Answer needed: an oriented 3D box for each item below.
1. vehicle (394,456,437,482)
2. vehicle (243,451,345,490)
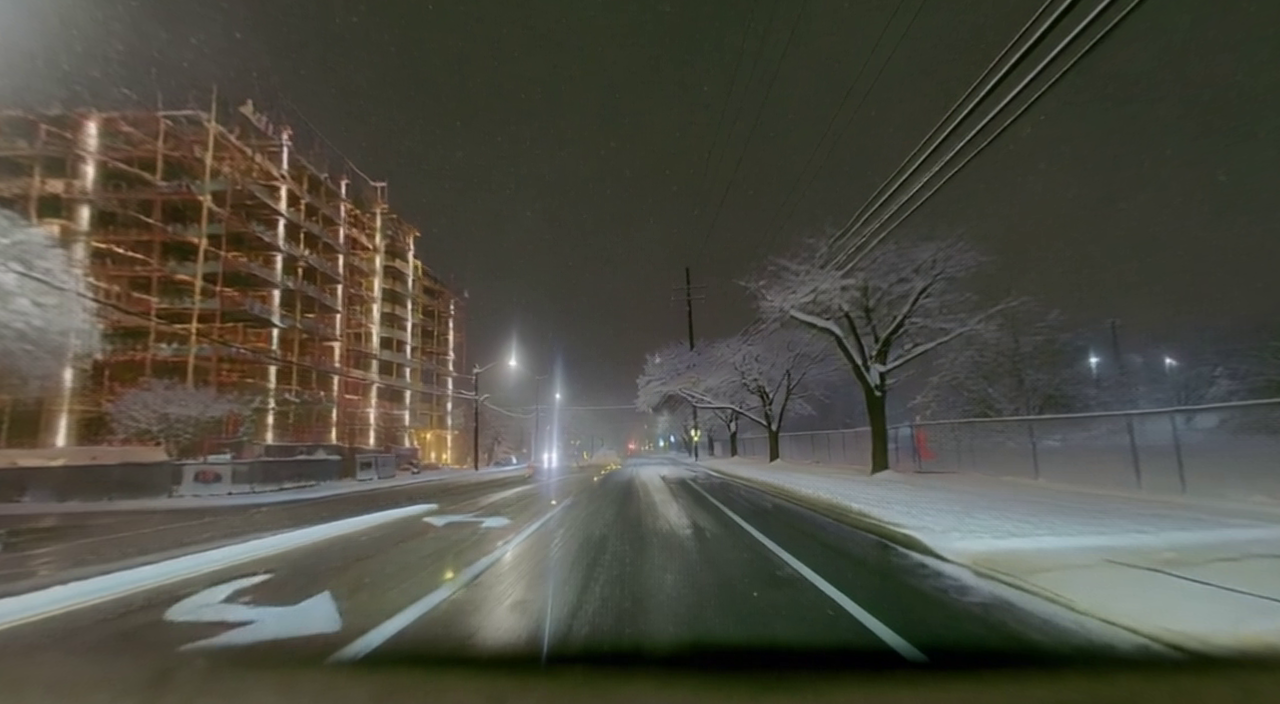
[{"bbox_3d":[-15.566,8.059,43.519,2.002,1.683,4.664,5,-11,-28],"label":"vehicle"},{"bbox_3d":[-20.224,6.963,37.018,4.712,1.927,2.237,-3,-10,0],"label":"vehicle"}]
